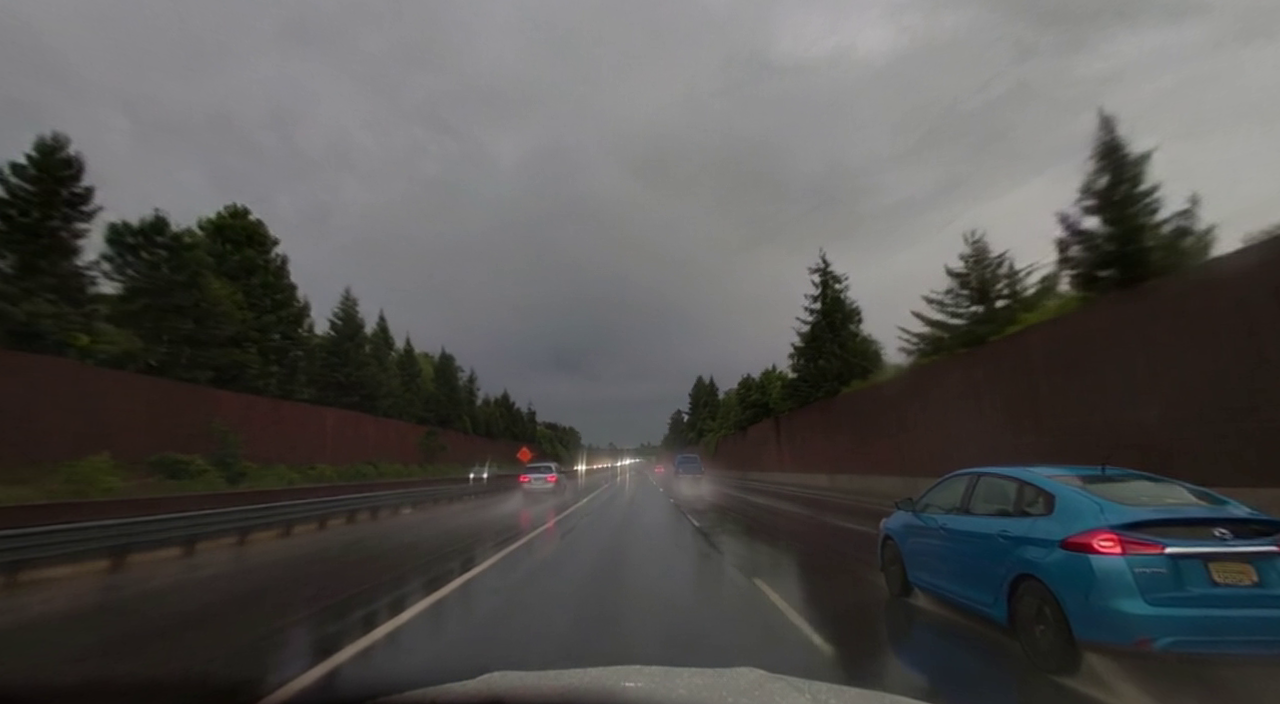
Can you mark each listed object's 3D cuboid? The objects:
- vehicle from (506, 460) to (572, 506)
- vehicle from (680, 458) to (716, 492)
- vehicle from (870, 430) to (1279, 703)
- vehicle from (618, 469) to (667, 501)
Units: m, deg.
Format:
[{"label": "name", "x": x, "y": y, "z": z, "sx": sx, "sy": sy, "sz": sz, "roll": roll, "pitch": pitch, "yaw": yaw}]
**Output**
[{"label": "vehicle", "x": -4.118, "y": 5.447, "z": 26.398, "sx": 2.021, "sy": 1.706, "sz": 4.247, "roll": 1, "pitch": -10, "yaw": 0}, {"label": "vehicle", "x": 3.917, "y": 8.356, "z": 42.880, "sx": 2.030, "sy": 2.172, "sz": 3.621, "roll": 1, "pitch": -10, "yaw": -1}, {"label": "vehicle", "x": 3.594, "y": 1.545, "z": 5.142, "sx": 1.938, "sy": 1.561, "sz": 3.786, "roll": 1, "pitch": -10, "yaw": -1}, {"label": "vehicle", "x": 0.120, "y": 6.473, "z": 30.941, "sx": 2.241, "sy": 1.425, "sz": 3.973, "roll": 1, "pitch": -10, "yaw": 0}]
